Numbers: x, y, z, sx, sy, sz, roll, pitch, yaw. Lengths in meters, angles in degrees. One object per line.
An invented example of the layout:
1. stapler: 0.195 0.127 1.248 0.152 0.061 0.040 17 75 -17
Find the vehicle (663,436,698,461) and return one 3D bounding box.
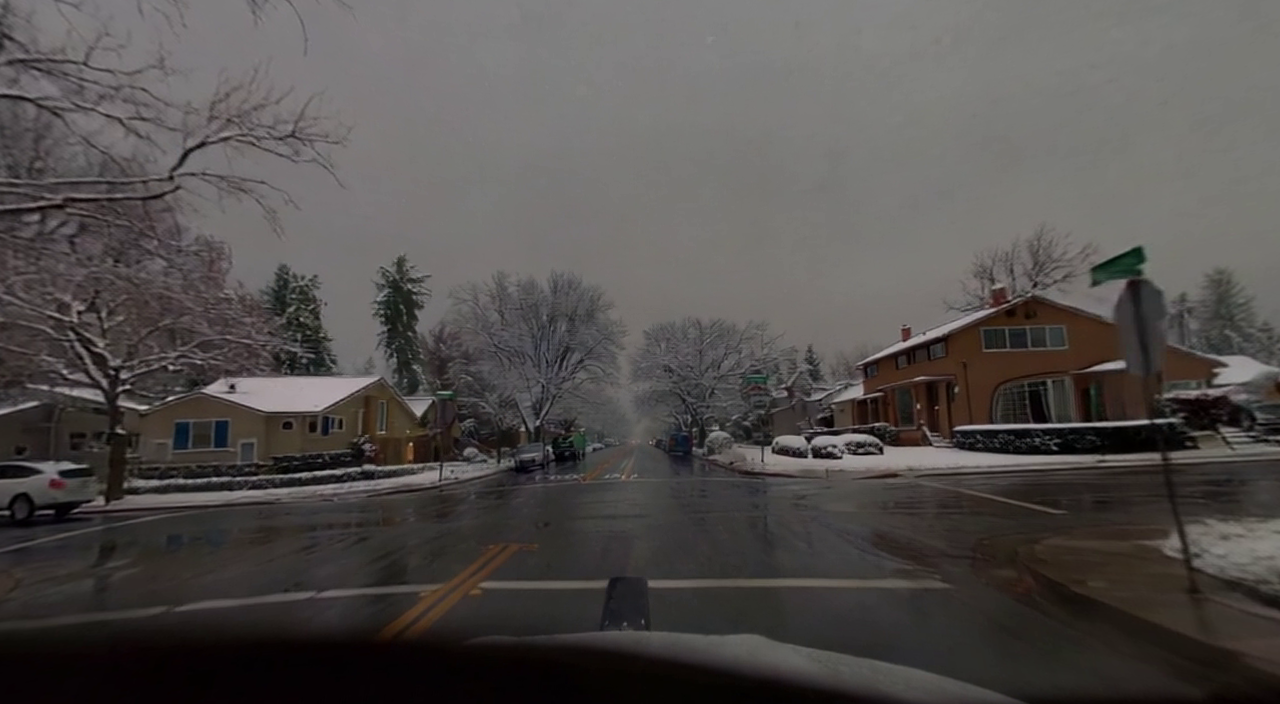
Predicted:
1. vehicle: 2.873 7.000 45.767 2.220 1.753 3.862 0 -8 -1

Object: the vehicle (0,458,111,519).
1. vehicle: -18.880 4.028 18.773 4.334 1.632 1.996 0 -8 -1
